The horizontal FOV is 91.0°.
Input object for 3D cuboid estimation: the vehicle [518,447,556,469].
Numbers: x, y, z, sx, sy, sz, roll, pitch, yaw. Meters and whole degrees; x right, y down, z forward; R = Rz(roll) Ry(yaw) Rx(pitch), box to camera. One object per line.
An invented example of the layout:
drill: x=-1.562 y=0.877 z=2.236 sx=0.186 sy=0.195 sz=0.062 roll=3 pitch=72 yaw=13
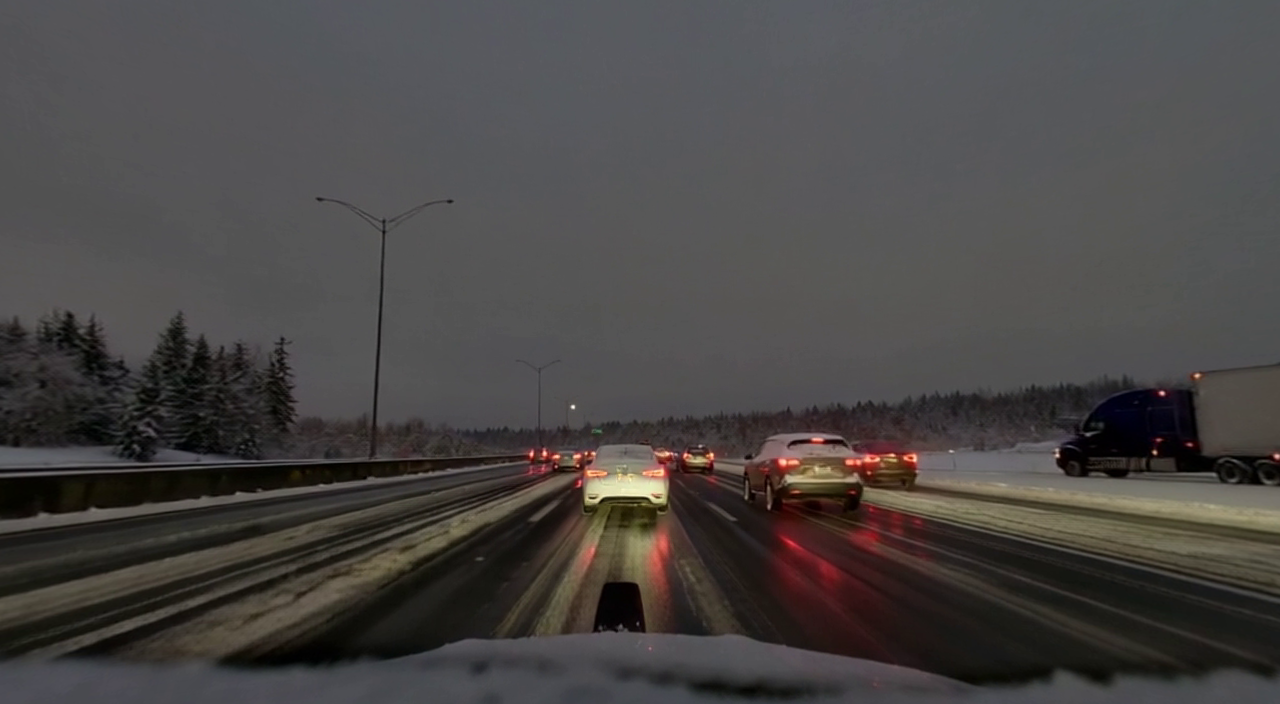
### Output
vehicle: x=-7.734 y=8.027 z=47.680 sx=2.032 sy=1.549 sz=4.850 roll=0 pitch=-9 yaw=1

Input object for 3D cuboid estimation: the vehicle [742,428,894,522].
vehicle: x=3.554 y=2.543 z=13.483 sx=2.053 sy=1.666 sz=4.106 roll=0 pitch=-9 yaw=0

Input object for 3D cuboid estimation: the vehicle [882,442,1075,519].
vehicle: x=7.606 y=2.911 z=14.802 sx=2.021 sy=1.505 sz=4.480 roll=0 pitch=-9 yaw=0

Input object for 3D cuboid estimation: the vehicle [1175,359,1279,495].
vehicle: x=21.364 y=1.989 z=17.198 sx=2.970 sy=4.079 sz=10.086 roll=3 pitch=-9 yaw=-14

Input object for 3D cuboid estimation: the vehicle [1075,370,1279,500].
vehicle: x=20.109 y=3.051 z=22.489 sx=3.061 sy=3.869 sz=7.169 roll=2 pitch=-9 yaw=-10

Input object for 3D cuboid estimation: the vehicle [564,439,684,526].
vehicle: x=-0.243 y=2.640 z=13.278 sx=2.132 sy=1.499 sz=4.038 roll=0 pitch=-9 yaw=1

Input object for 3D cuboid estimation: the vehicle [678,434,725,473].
vehicle: x=3.847 y=6.495 z=40.577 sx=2.440 sy=2.313 sz=5.266 roll=0 pitch=-9 yaw=0
